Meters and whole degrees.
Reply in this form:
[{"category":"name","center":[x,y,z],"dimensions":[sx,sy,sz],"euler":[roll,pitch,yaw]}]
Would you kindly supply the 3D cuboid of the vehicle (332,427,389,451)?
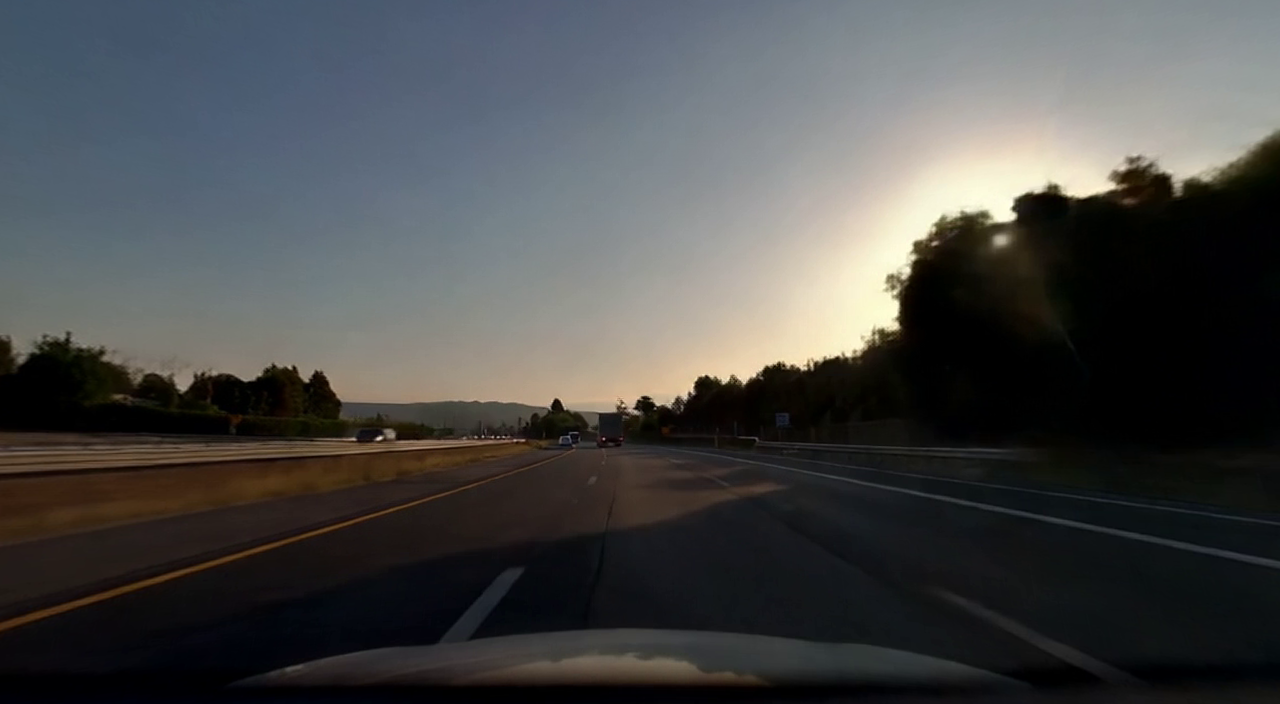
[{"category":"vehicle","center":[-19.593,6.135,44.356],"dimensions":[1.948,1.569,4.674],"euler":[0,-8,-2]}]
